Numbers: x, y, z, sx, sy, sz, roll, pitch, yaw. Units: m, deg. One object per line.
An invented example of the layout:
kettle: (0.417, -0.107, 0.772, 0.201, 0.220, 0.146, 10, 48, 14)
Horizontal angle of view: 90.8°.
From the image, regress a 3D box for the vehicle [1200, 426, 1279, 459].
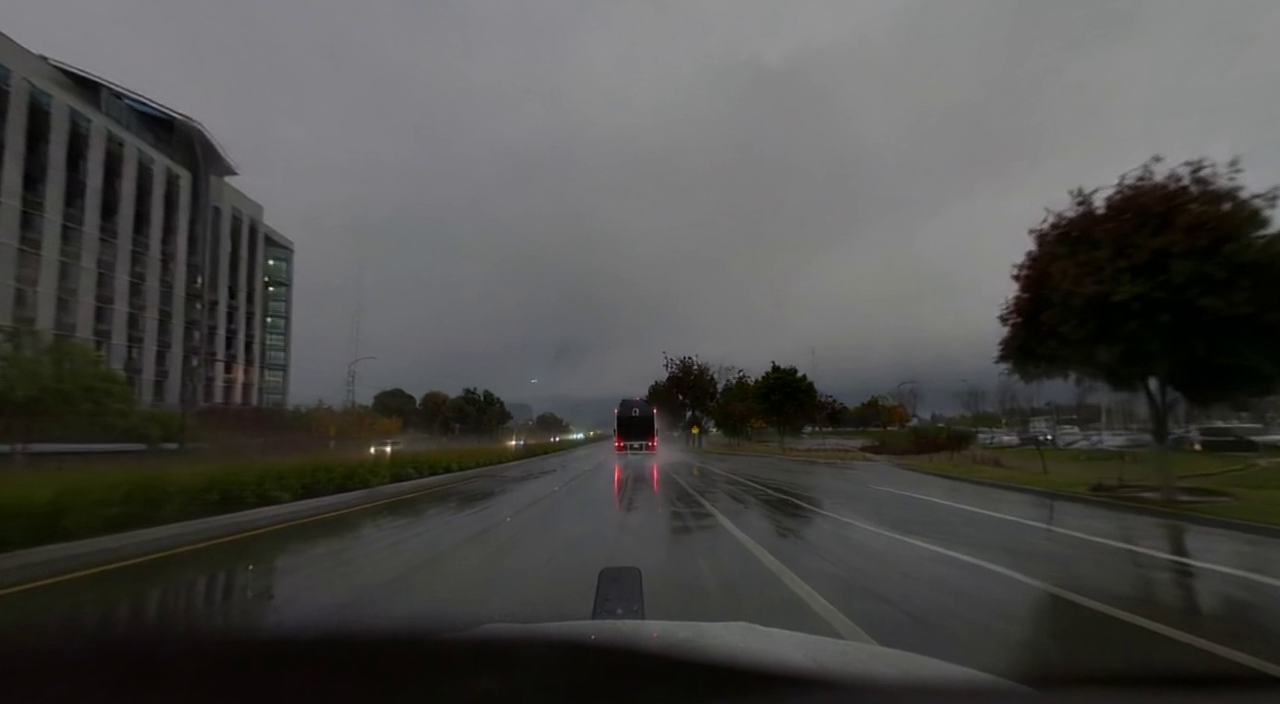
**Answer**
vehicle: (35.702, 5.264, 36.938, 4.297, 1.798, 1.955, 0, -8, -10)

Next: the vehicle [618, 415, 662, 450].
vehicle: (-0.093, 4.507, 34.950, 2.178, 1.829, 4.932, 0, -9, -3)
